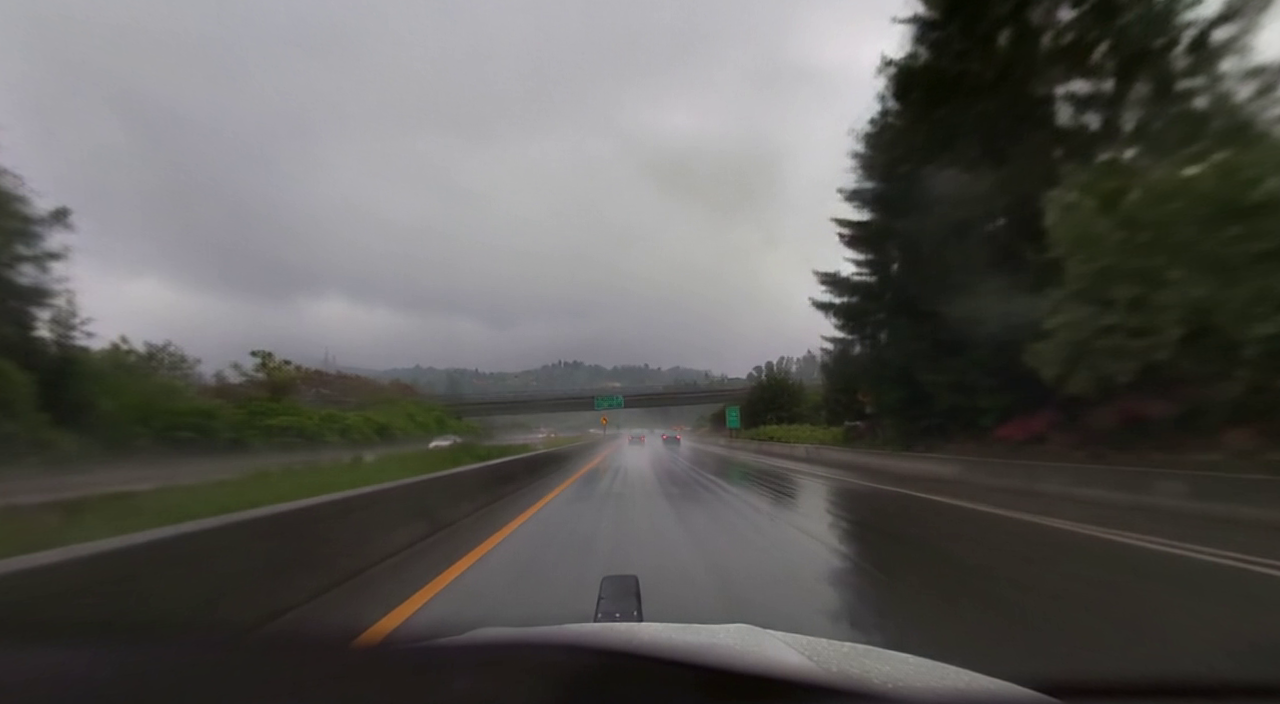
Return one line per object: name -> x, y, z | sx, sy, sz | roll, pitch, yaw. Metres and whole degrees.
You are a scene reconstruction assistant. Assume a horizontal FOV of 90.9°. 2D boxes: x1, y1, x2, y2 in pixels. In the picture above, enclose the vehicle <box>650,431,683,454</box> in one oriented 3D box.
vehicle -> 1.819, 6.284, 43.862 | 1.981, 1.490, 3.449 | 0, -8, -3
